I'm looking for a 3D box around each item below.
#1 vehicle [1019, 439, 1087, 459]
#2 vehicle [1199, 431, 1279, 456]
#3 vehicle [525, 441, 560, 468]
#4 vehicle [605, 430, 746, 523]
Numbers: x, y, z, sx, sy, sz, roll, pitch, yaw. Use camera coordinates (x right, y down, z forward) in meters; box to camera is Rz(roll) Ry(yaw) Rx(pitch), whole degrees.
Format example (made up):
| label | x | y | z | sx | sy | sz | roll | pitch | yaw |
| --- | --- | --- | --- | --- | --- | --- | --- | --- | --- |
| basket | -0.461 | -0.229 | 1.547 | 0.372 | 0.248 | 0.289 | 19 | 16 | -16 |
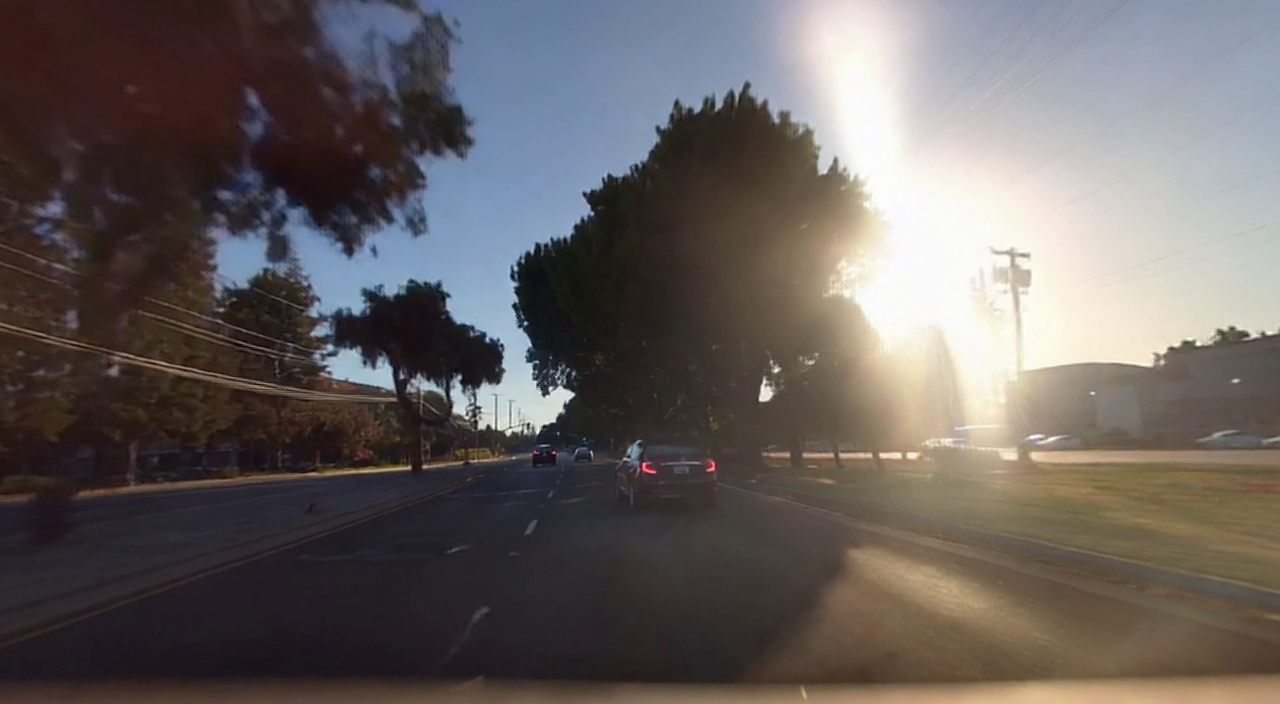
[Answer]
| label | x | y | z | sx | sy | sz | roll | pitch | yaw |
| --- | --- | --- | --- | --- | --- | --- | --- | --- | --- |
| vehicle | 32.613 | 7.666 | 49.877 | 1.867 | 1.471 | 4.788 | 0 | -9 | -4 |
| vehicle | 43.216 | 6.527 | 44.940 | 1.838 | 1.677 | 4.747 | 1 | -9 | -6 |
| vehicle | -6.762 | 7.150 | 44.161 | 2.189 | 1.776 | 4.342 | 0 | -9 | -6 |
| vehicle | 0.506 | 2.576 | 13.659 | 2.235 | 1.597 | 4.918 | 1 | -9 | -6 |
